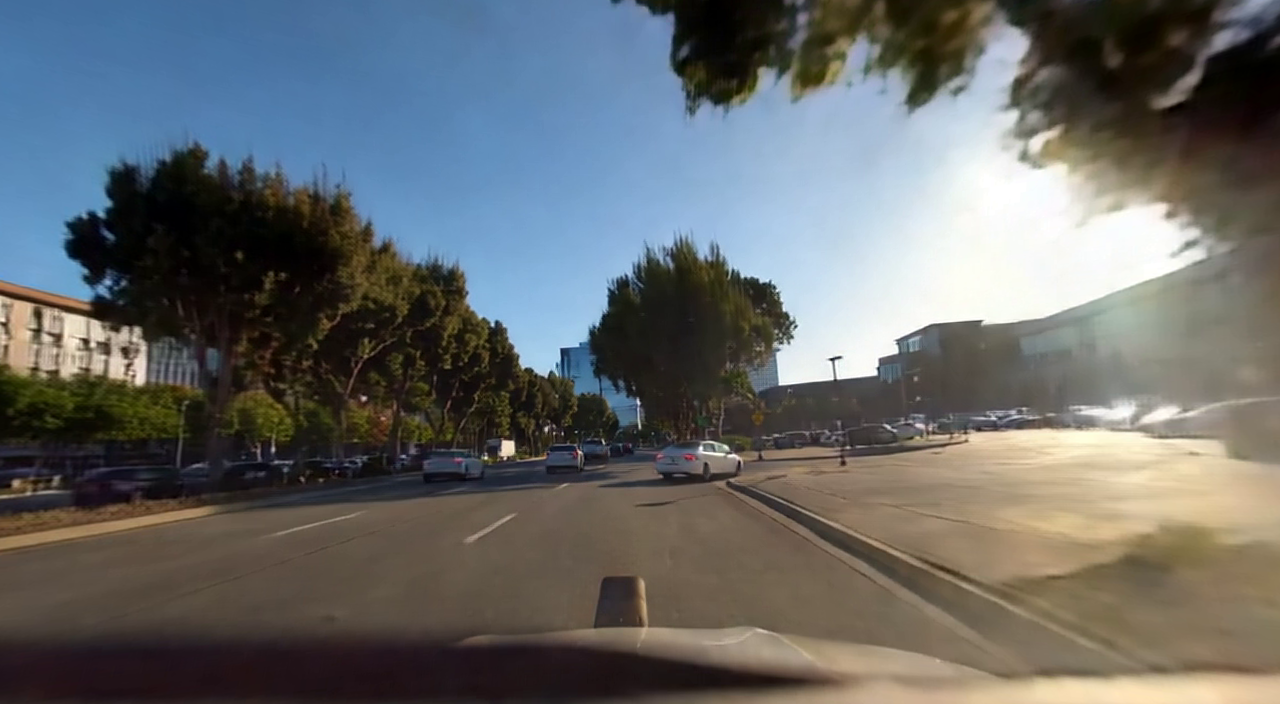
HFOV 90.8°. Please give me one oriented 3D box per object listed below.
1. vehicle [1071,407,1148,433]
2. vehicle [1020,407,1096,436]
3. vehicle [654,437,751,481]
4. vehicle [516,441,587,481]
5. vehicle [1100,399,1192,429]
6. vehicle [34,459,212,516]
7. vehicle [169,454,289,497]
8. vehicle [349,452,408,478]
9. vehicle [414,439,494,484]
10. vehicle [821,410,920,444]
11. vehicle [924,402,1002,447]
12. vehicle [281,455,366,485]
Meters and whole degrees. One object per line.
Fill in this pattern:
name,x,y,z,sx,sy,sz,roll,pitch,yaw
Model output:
vehicle,30.162,4.402,40.760,1.985,1.485,4.071,-1,-8,3
vehicle,27.232,4.606,41.392,1.992,1.498,4.667,-5,-9,4
vehicle,2.522,4.090,24.415,2.208,1.513,4.504,-4,-9,26
vehicle,-3.550,4.483,26.283,2.235,1.500,4.420,0,-8,1
vehicle,32.675,4.089,41.000,2.137,1.697,4.811,-1,-8,3
vehicle,-16.769,4.371,20.897,1.923,1.543,4.687,0,-8,0
vehicle,-17.378,5.214,27.052,2.084,1.624,4.486,0,-8,0
vehicle,-16.632,7.201,40.413,1.849,1.472,4.441,0,-8,0
vehicle,-7.890,4.676,27.224,2.054,1.744,4.422,0,-8,1
vehicle,14.025,4.631,38.703,5.161,1.993,2.293,0,-9,2
vehicle,17.130,3.923,33.303,2.569,2.081,6.193,-6,-10,35
vehicle,-16.844,6.278,33.933,1.981,1.431,4.862,0,-8,1
